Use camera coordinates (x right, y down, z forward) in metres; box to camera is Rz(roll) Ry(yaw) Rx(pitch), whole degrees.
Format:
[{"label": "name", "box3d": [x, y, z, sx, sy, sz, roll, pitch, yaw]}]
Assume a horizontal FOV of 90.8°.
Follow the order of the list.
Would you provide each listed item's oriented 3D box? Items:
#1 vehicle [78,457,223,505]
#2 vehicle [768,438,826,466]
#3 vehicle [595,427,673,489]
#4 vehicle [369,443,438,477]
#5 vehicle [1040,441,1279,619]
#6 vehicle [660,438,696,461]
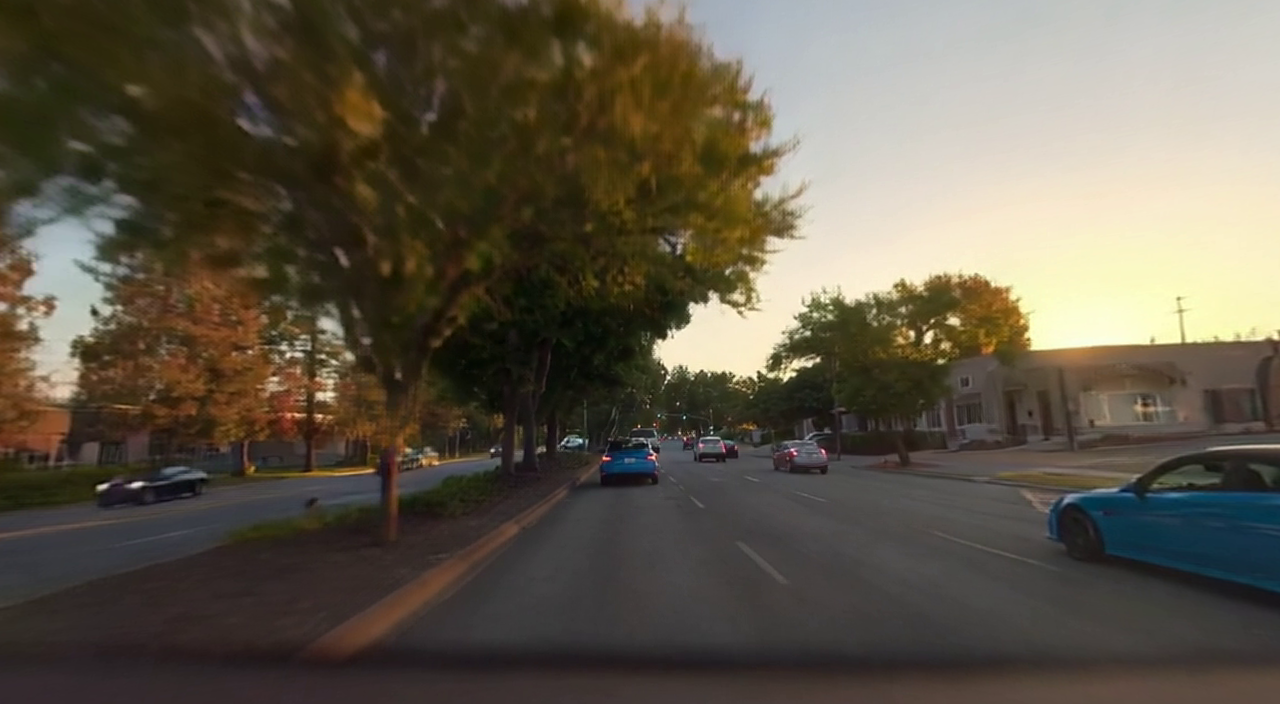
[{"label": "vehicle", "box3d": [-19.474, 5.115, 25.480, 1.982, 1.633, 4.620, -1, -9, 2]}, {"label": "vehicle", "box3d": [8.937, 5.732, 36.290, 2.045, 1.484, 4.342, 0, -9, -2]}, {"label": "vehicle", "box3d": [-0.206, 3.368, 20.326, 2.266, 1.762, 4.131, 0, -9, -1]}, {"label": "vehicle", "box3d": [-13.805, 6.316, 37.186, 2.080, 1.821, 4.833, -1, -9, 1]}, {"label": "vehicle", "box3d": [5.815, 1.370, 5.105, 2.258, 1.294, 4.312, 0, -9, -1]}, {"label": "vehicle", "box3d": [2.607, 6.823, 44.190, 2.078, 1.471, 4.142, 0, -9, -2]}]
